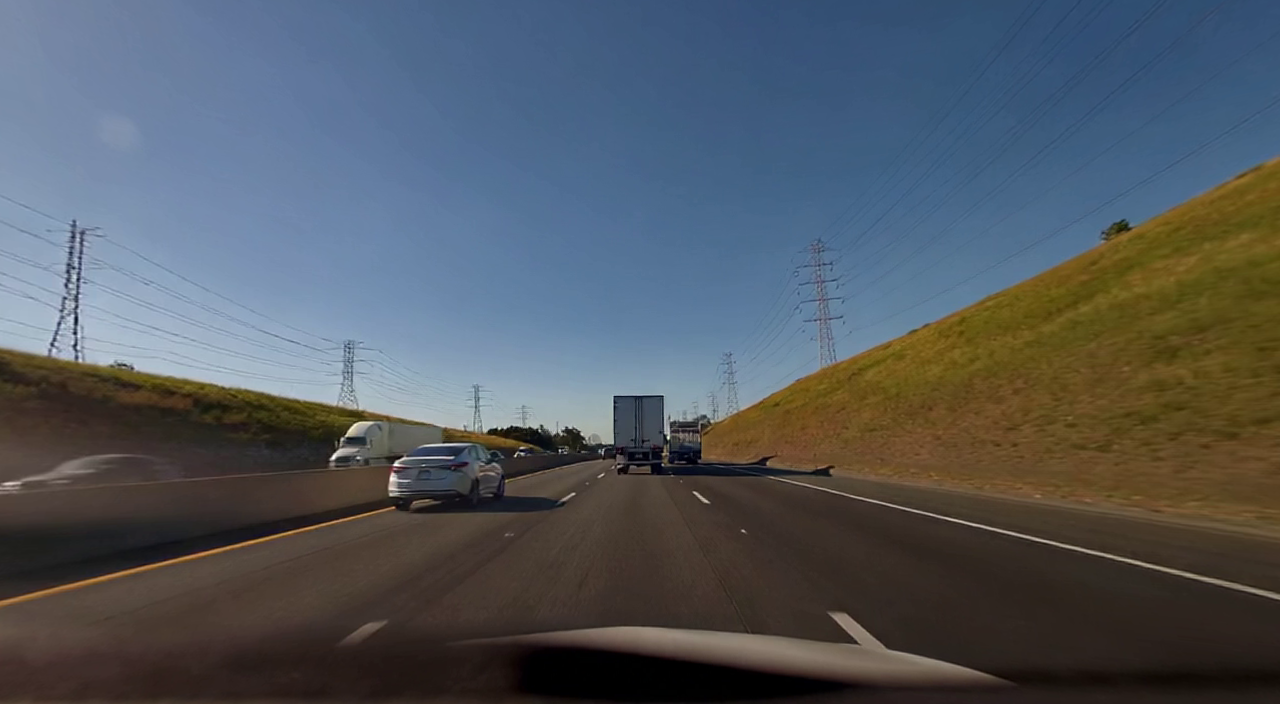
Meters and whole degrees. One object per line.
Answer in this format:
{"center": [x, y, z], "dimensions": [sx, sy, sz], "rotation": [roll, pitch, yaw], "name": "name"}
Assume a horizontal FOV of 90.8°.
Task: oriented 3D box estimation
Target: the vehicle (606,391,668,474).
{"center": [-0.143, 4.778, 36.420], "dimensions": [2.985, 4.025, 10.982], "rotation": [0, -9, 0], "name": "vehicle"}

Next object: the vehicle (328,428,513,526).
{"center": [-4.220, 2.487, 13.129], "dimensions": [2.170, 1.657, 4.573], "rotation": [0, -9, 0], "name": "vehicle"}

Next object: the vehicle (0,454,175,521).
{"center": [-15.387, 3.568, 17.206], "dimensions": [1.920, 1.529, 4.504], "rotation": [0, -9, 0], "name": "vehicle"}
